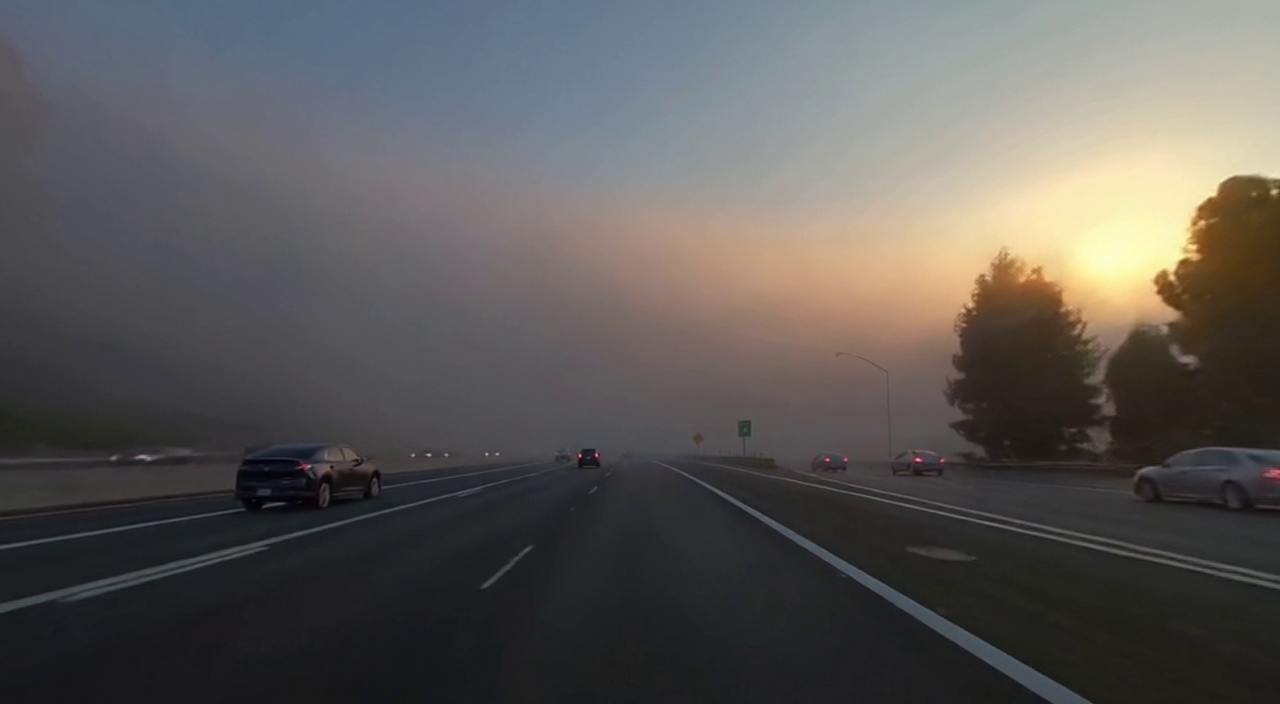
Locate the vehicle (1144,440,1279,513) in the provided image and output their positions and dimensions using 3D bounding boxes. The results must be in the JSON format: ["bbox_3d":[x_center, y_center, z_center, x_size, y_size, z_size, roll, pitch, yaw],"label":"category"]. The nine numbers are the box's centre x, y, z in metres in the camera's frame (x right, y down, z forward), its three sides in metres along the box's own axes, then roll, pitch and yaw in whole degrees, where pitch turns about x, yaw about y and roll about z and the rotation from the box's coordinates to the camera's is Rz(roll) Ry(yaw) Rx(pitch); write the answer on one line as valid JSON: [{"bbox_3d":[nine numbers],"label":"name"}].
[{"bbox_3d":[14.777,2.851,14.789,2.201,1.535,4.735,-1,-9,4],"label":"vehicle"}]

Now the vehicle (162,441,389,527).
[{"bbox_3d":[-7.313,2.662,13.396,2.038,1.463,4.656,0,-9,0],"label":"vehicle"}]

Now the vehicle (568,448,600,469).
[{"bbox_3d":[-4.020,7.711,45.962,1.936,1.465,4.060,0,-9,0],"label":"vehicle"}]

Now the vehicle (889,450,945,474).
[{"bbox_3d":[18.356,7.266,42.022,1.950,1.462,4.391,-1,-9,3],"label":"vehicle"}]
